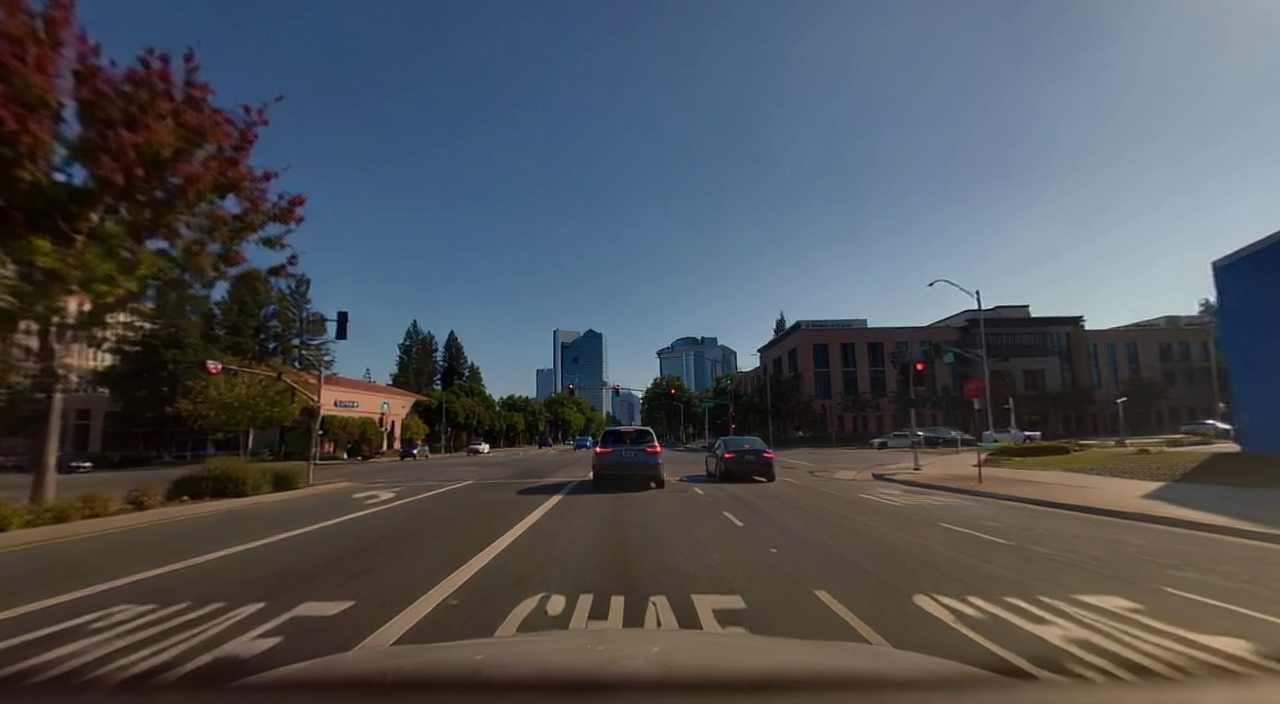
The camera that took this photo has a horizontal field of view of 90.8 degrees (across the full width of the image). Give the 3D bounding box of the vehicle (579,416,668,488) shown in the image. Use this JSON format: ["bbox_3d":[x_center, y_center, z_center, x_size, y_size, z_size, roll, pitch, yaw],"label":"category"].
[{"bbox_3d":[-0.436,2.935,18.739,2.313,1.860,4.319,0,-8,0],"label":"vehicle"}]

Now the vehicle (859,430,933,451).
[{"bbox_3d":[19.416,6.717,48.017,4.851,1.517,1.720,0,-8,-2],"label":"vehicle"}]

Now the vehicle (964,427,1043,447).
[{"bbox_3d":[27.561,6.477,47.993,4.766,1.462,1.872,0,-8,0],"label":"vehicle"}]

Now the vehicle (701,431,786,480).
[{"bbox_3d":[3.408,3.515,21.706,2.080,1.472,4.401,0,-8,-1],"label":"vehicle"}]

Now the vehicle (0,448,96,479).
[{"bbox_3d":[-39.688,7.451,42.258,4.610,1.691,2.034,-3,-8,-2],"label":"vehicle"}]
